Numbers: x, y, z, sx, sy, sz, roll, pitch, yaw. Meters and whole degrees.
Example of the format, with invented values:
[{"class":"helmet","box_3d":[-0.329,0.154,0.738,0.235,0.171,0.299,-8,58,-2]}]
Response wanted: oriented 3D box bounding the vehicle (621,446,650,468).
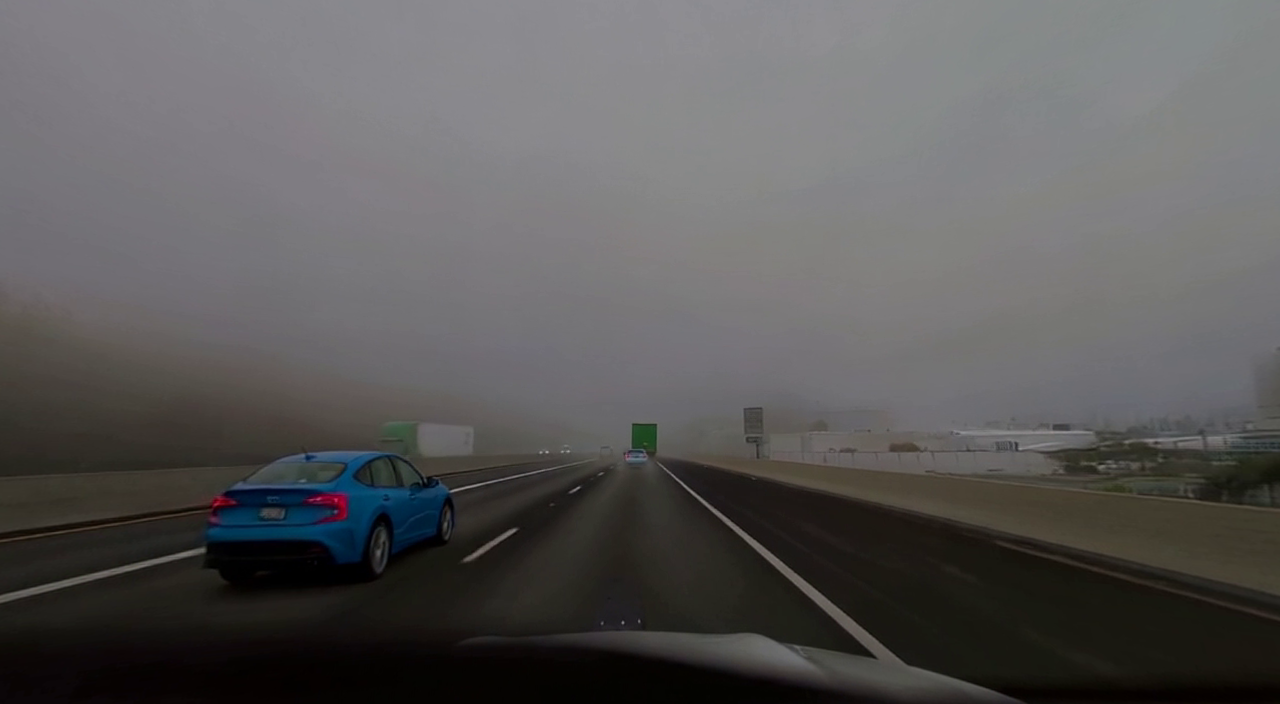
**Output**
[{"class":"vehicle","box_3d":[-0.330,7.915,47.670,2.094,1.559,3.945,0,-9,0]}]
